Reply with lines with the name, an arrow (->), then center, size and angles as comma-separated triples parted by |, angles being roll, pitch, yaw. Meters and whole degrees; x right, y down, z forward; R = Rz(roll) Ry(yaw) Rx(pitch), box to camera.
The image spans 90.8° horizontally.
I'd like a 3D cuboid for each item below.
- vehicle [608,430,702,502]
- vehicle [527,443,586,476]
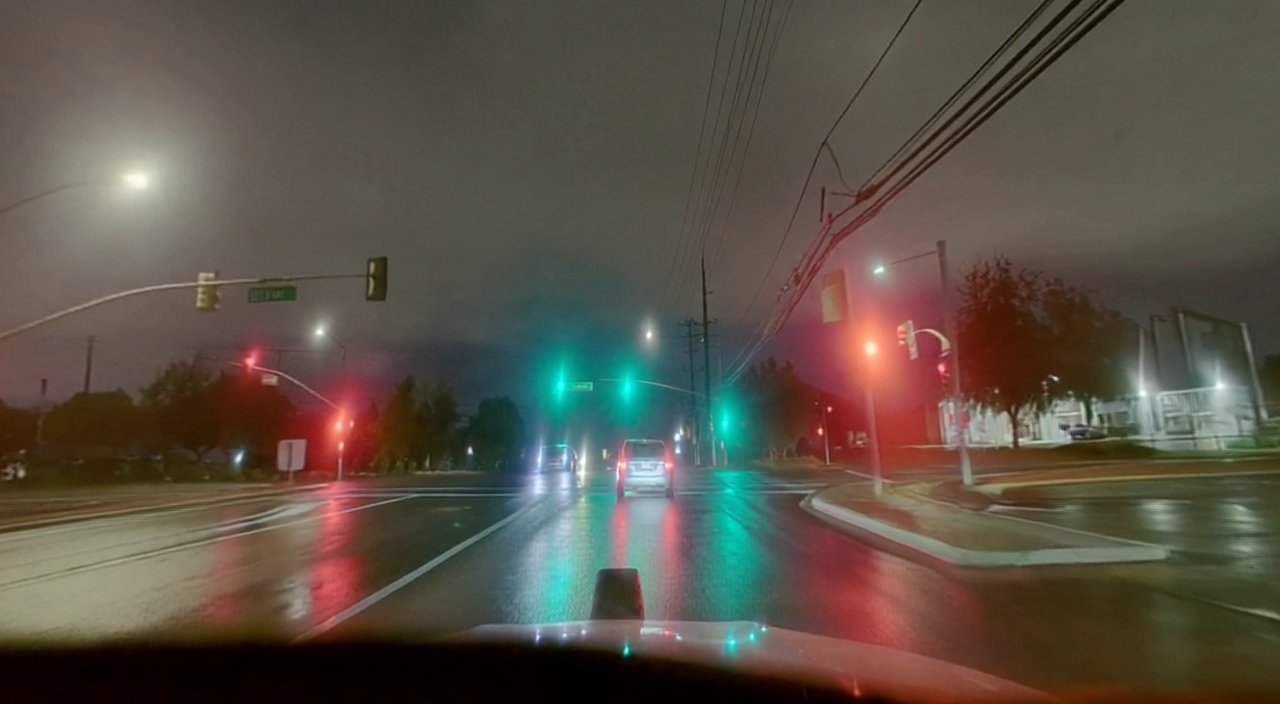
vehicle -> 0.337, 2.915, 16.614 | 2.156, 1.636, 3.923 | 0, -8, 0
vehicle -> -3.939, 5.119, 30.412 | 2.153, 1.474, 4.284 | 0, -8, 1
